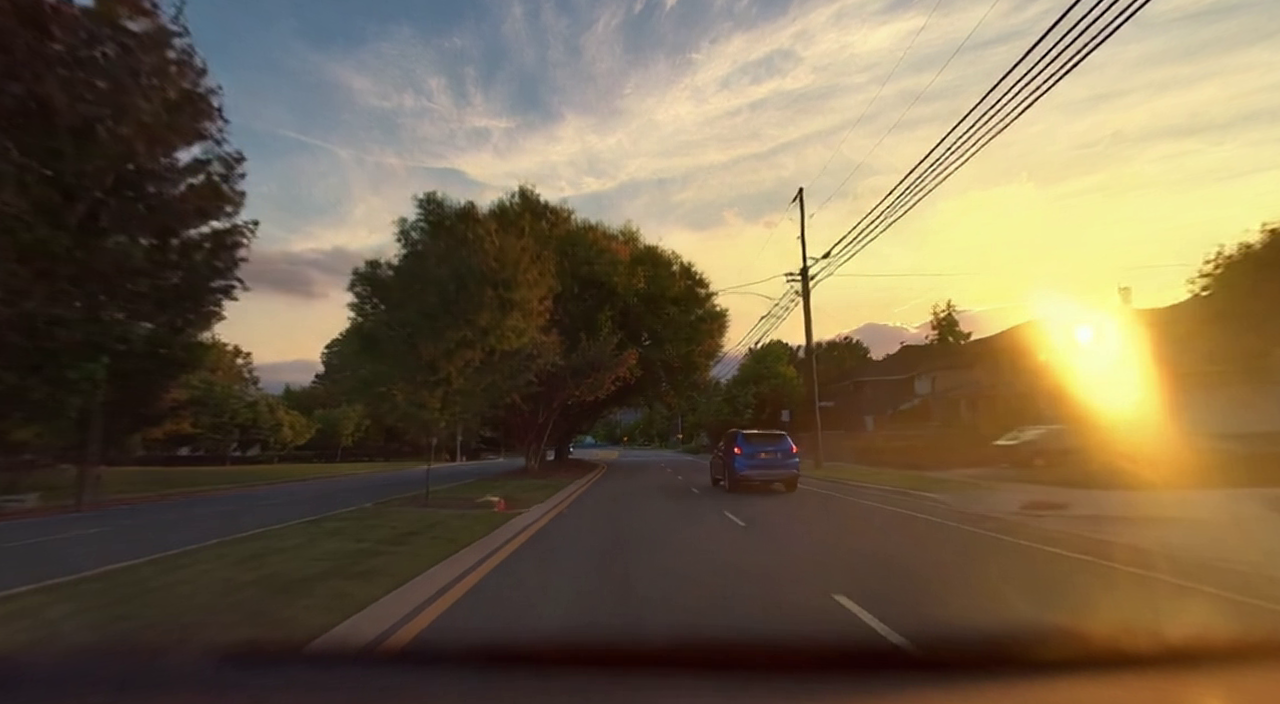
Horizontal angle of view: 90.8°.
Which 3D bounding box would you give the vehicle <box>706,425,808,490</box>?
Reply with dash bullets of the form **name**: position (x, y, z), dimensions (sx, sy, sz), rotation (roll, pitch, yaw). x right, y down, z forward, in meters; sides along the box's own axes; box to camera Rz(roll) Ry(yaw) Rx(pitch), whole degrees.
- **vehicle**: position (3.533, 3.319, 20.115), dimensions (2.193, 1.777, 4.772), rotation (0, -8, -2)
